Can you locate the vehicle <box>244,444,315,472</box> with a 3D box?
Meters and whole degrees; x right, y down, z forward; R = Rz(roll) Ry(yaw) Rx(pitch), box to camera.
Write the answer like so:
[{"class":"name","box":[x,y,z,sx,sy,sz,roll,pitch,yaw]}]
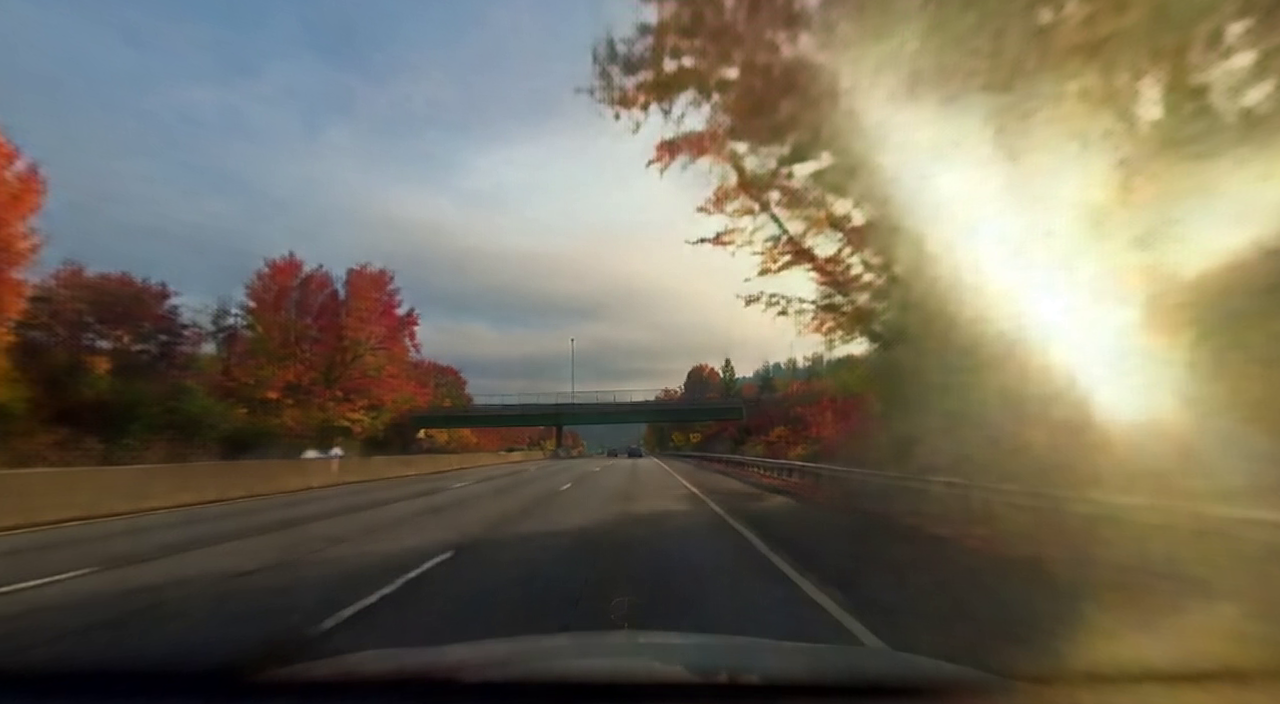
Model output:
[{"class":"vehicle","box":[-21.733,6.374,38.020,1.796,1.516,4.315,0,-8,-1]}]
